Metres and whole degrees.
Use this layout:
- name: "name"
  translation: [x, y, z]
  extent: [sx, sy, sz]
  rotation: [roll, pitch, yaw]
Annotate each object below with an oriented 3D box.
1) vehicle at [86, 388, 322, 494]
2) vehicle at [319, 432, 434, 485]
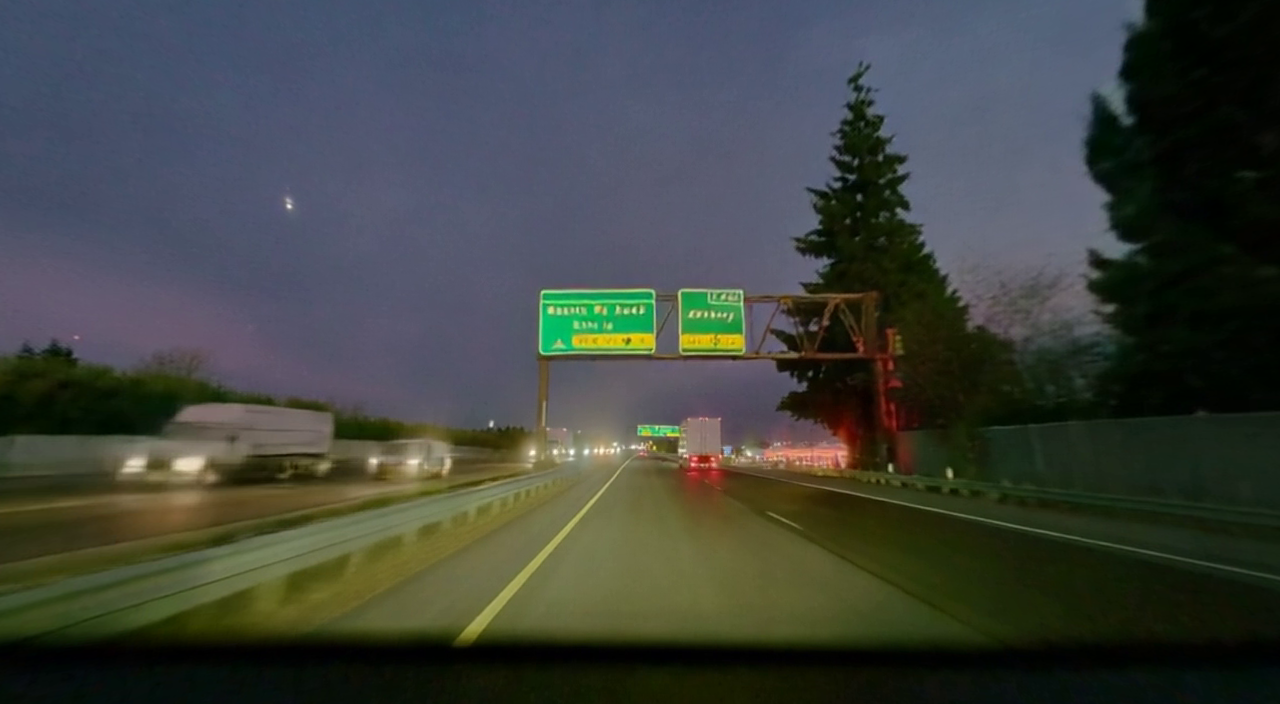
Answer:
- name: "vehicle"
  translation: [-12.388, 2.668, 18.781]
  extent: [2.397, 2.585, 6.311]
  rotation: [0, -9, 1]
- name: "vehicle"
  translation: [-8.206, 3.361, 20.082]
  extent: [1.864, 1.492, 4.032]
  rotation: [0, -9, 1]
